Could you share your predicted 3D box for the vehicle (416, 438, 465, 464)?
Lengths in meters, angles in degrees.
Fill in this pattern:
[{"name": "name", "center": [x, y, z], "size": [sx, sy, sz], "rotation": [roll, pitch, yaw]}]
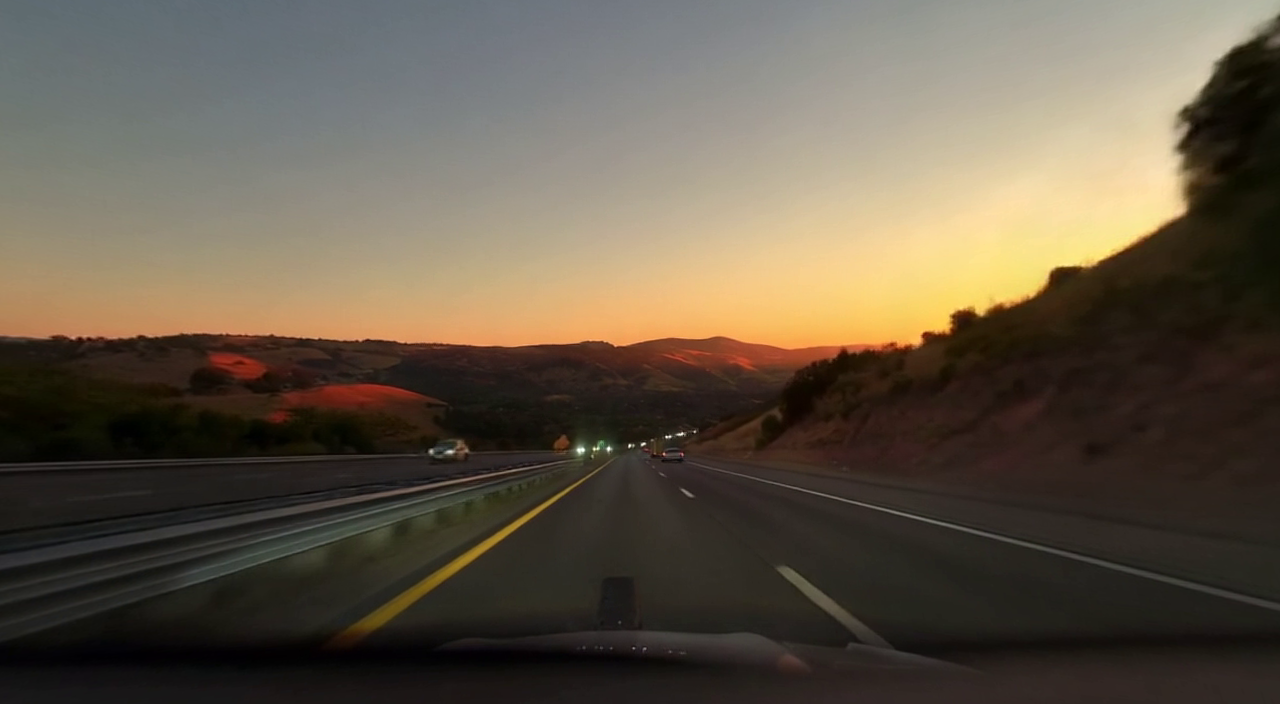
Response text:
[{"name": "vehicle", "center": [-13.910, 6.952, 44.052], "size": [2.013, 1.690, 4.217], "rotation": [0, -9, 0]}]
